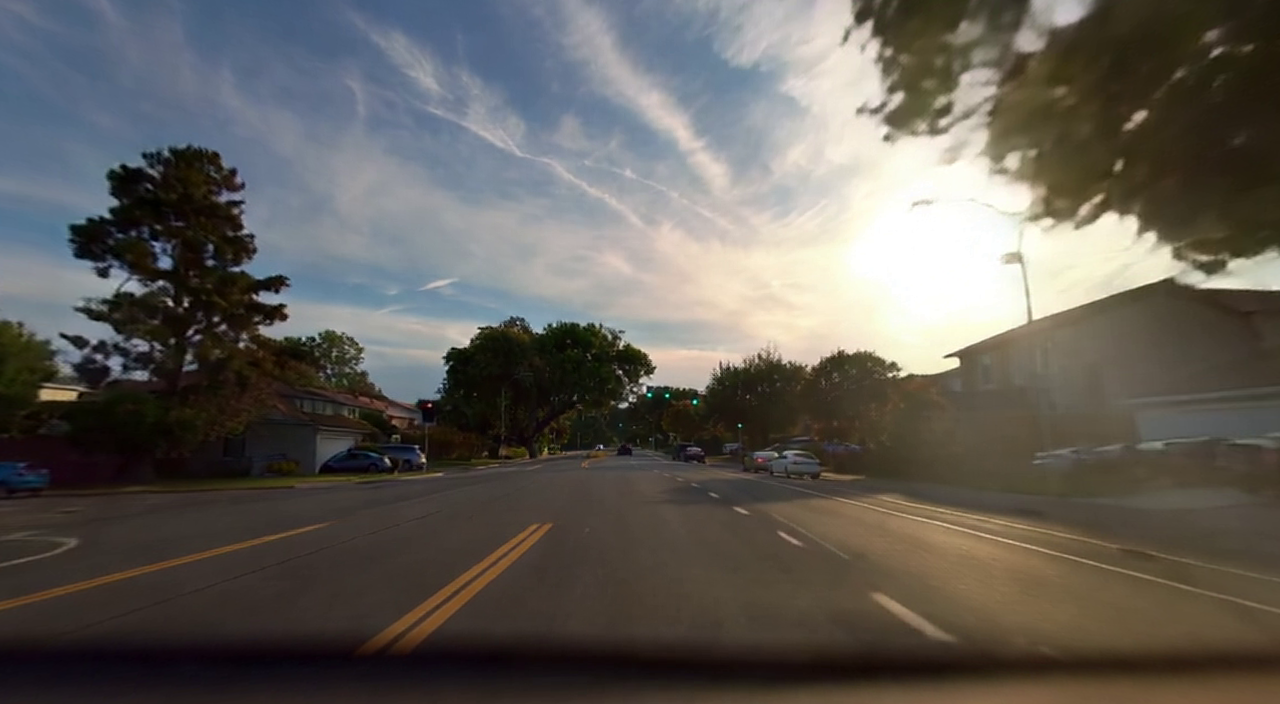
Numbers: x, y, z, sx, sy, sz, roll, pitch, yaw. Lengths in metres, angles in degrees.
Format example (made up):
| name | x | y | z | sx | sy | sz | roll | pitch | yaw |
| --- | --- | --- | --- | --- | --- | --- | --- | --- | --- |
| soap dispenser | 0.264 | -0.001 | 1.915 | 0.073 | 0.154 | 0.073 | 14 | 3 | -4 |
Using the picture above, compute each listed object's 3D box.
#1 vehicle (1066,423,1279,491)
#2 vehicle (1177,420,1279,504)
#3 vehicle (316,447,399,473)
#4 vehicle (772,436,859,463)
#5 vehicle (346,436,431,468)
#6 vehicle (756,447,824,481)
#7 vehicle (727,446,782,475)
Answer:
| name | x | y | z | sx | sy | sz | roll | pitch | yaw |
| --- | --- | --- | --- | --- | --- | --- | --- | --- | --- |
| vehicle | 16.607 | 3.255 | 19.808 | 4.782 | 1.810 | 2.247 | -2 | -8 | 0 |
| vehicle | 15.316 | 2.459 | 14.325 | 4.401 | 1.756 | 1.983 | 0 | -8 | -1 |
| vehicle | -18.625 | 7.147 | 41.858 | 4.598 | 1.445 | 1.973 | -2 | -9 | -2 |
| vehicle | 13.550 | 7.547 | 49.025 | 5.974 | 1.840 | 2.185 | -1 | -7 | -1 |
| vehicle | -18.842 | 7.559 | 47.578 | 5.096 | 2.070 | 2.687 | 2 | -9 | 0 |
| vehicle | 7.333 | 5.518 | 31.410 | 1.951 | 1.528 | 4.366 | 1 | -9 | -5 |
| vehicle | 6.715 | 6.402 | 37.601 | 1.934 | 1.504 | 4.928 | 4 | -9 | -4 |
